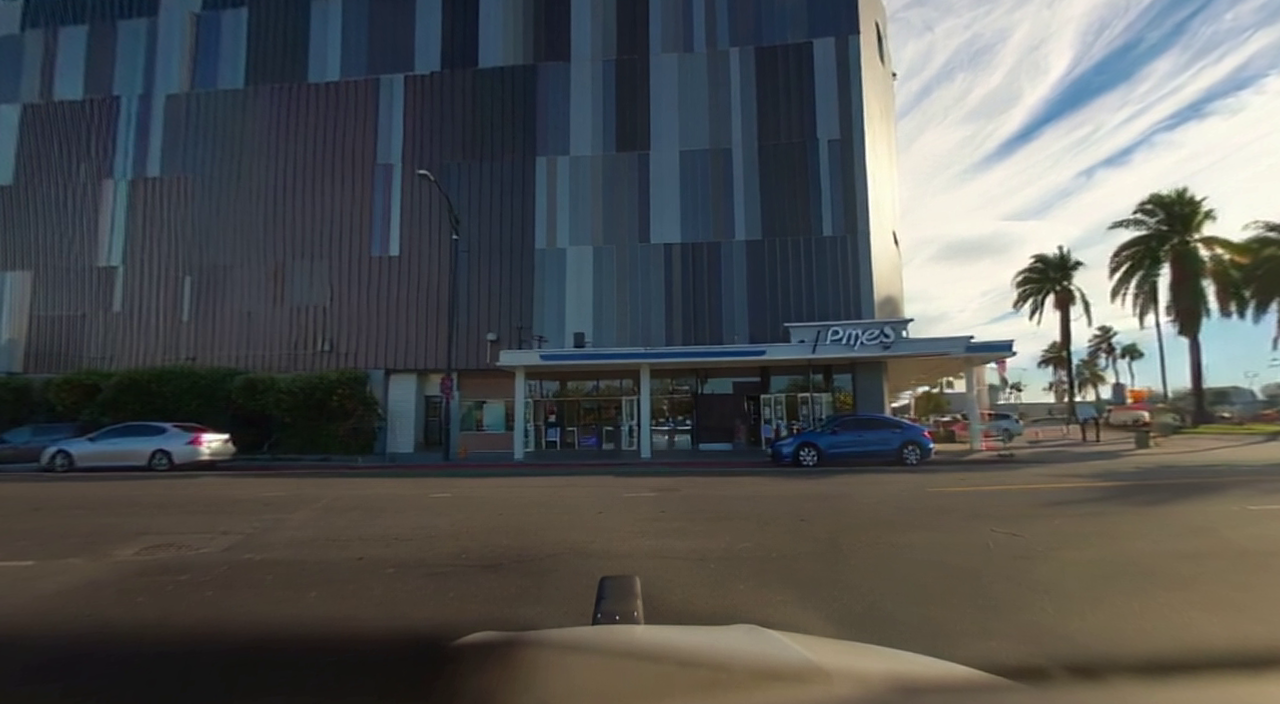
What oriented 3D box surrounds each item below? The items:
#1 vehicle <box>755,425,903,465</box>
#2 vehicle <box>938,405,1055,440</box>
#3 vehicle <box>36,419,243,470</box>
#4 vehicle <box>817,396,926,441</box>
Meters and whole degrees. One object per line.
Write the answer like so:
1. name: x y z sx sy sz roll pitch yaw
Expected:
1. vehicle: 6.776 3.362 22.874 4.782 1.371 1.763 1 -8 -9
2. vehicle: 25.117 4.981 44.663 7.026 2.329 2.545 2 -6 -8
3. vehicle: -15.609 2.916 19.914 4.857 1.497 1.811 1 -8 -3
4. vehicle: 13.529 3.927 37.110 5.524 2.504 2.196 1 -7 -7
